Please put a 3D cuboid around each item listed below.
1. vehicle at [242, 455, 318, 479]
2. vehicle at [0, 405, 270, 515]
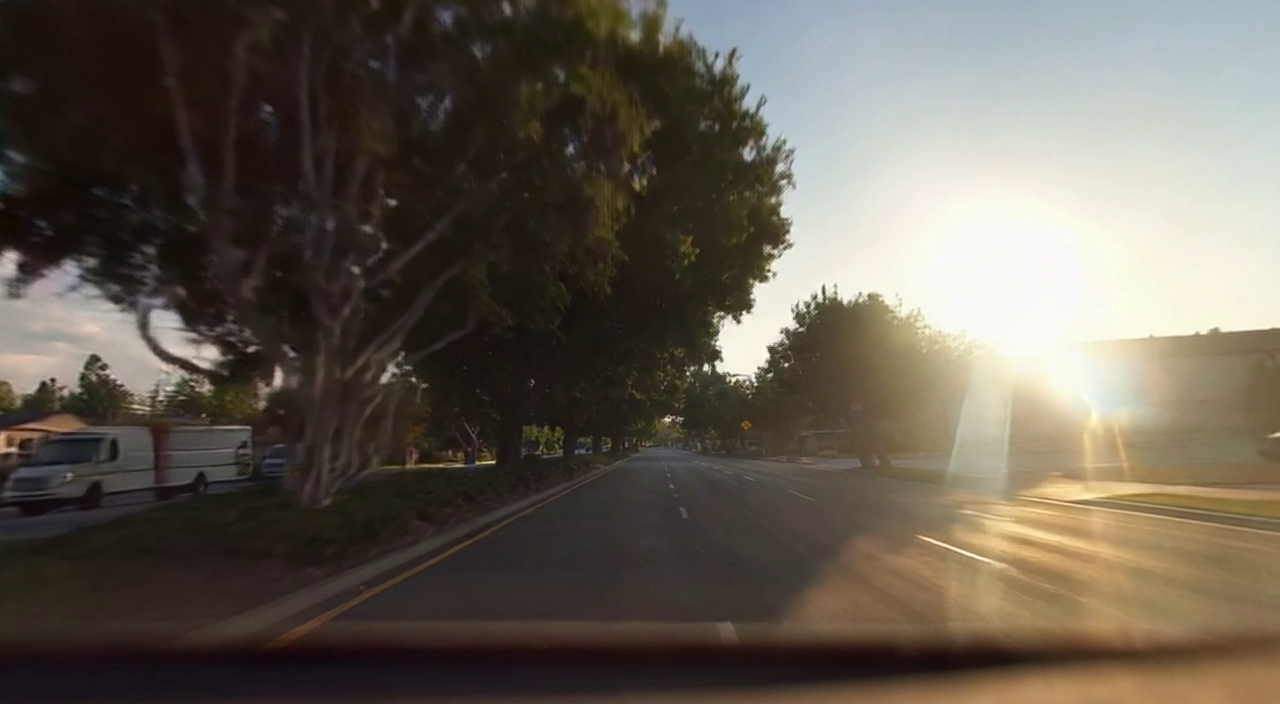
[{"bbox_3d":[-25.144,8.005,44.054,1.880,1.341,4.090,1,-6,35],"label":"vehicle"},{"bbox_3d":[-19.395,4.164,25.092,2.898,3.487,9.955,0,-8,2],"label":"vehicle"}]
